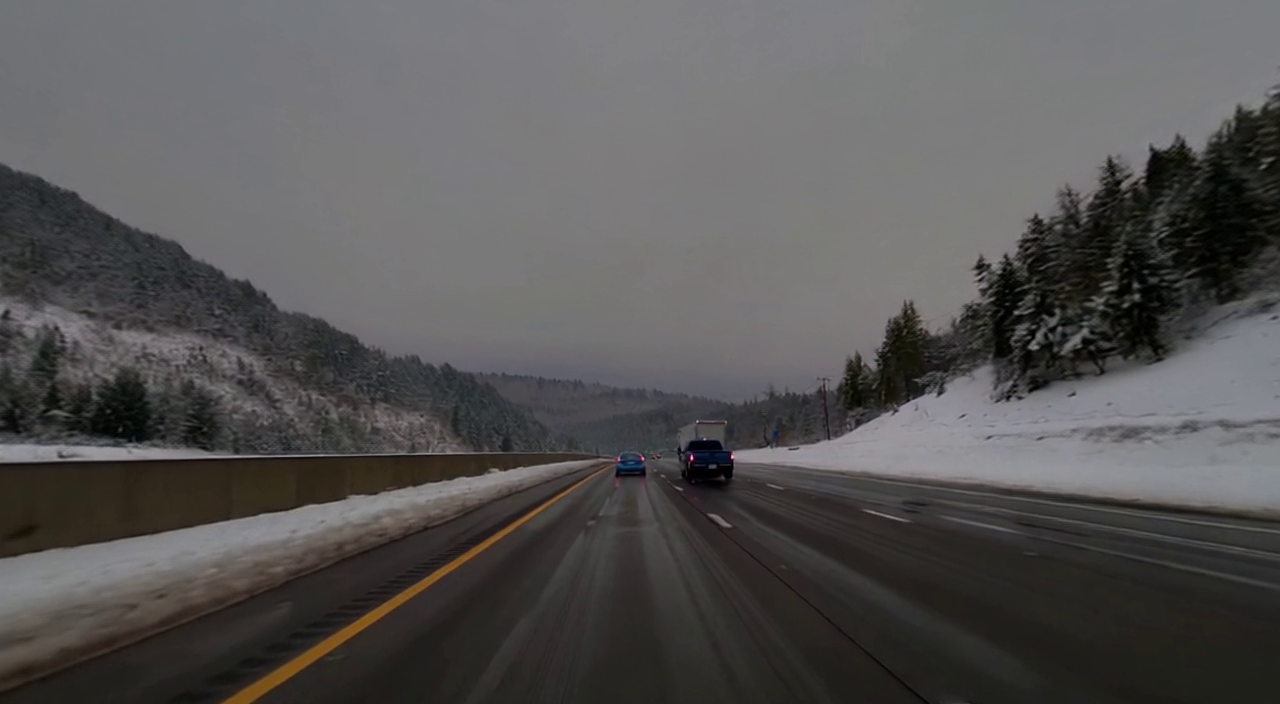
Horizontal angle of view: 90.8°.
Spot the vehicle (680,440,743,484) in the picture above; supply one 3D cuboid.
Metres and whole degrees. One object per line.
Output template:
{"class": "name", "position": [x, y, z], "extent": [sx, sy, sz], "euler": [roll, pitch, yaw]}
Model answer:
{"class": "vehicle", "position": [3.096, 4.887, 28.369], "extent": [2.098, 1.794, 4.561], "euler": [0, -9, -2]}

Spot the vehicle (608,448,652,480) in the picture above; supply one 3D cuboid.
{"class": "vehicle", "position": [-0.499, 5.512, 31.405], "extent": [2.083, 1.477, 3.965], "euler": [0, -9, -1]}
